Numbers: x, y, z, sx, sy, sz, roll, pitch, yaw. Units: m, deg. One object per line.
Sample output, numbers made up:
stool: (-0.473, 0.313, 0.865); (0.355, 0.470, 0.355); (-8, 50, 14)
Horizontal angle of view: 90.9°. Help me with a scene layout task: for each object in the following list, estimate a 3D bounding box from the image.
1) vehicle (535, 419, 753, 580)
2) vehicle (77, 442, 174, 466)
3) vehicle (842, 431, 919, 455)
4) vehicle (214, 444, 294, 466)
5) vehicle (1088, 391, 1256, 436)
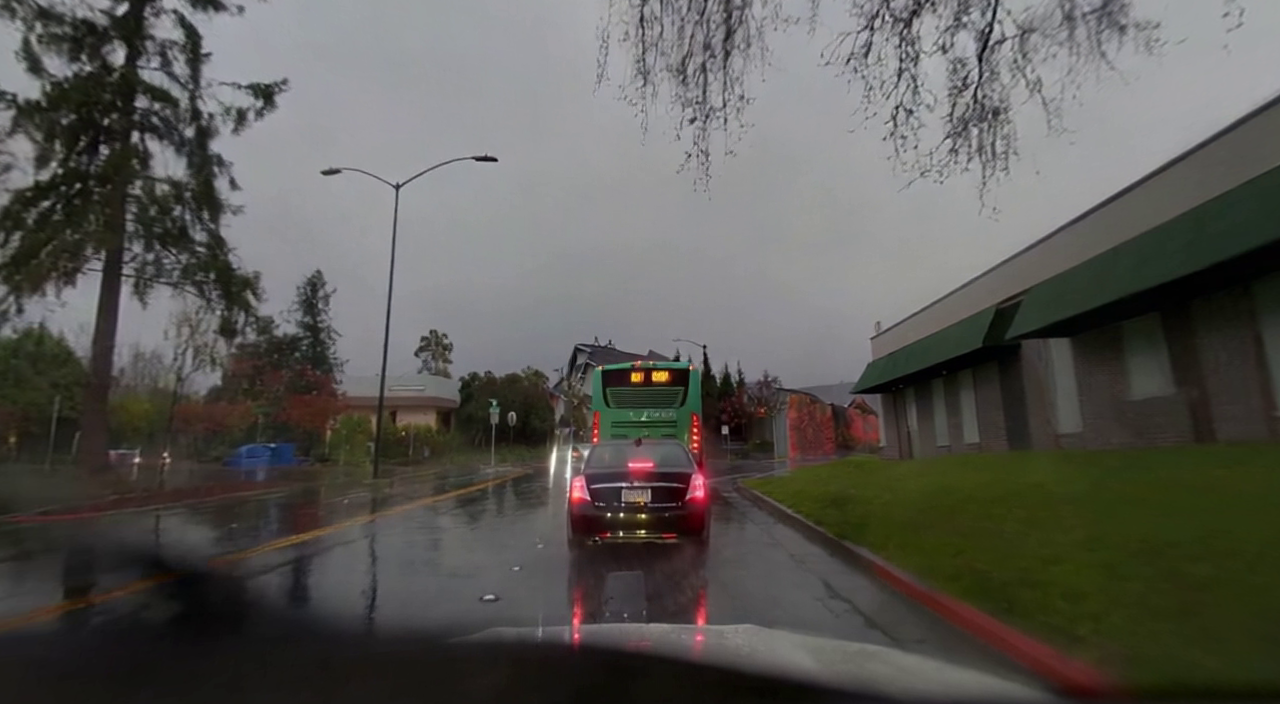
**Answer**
vehicle: (0.061, 1.666, 7.879); (2.020, 1.478, 3.922); (0, -8, 1)
vehicle: (-32.010, 6.336, 39.337); (4.473, 1.442, 1.743); (7, -11, -38)
vehicle: (15.785, 6.001, 41.407); (4.422, 1.457, 1.882); (-5, -10, 29)
vehicle: (-25.905, 6.920, 42.453); (4.403, 1.422, 1.697); (4, -9, -26)
vehicle: (19.664, 2.375, 23.483); (1.781, 1.458, 4.359); (6, -10, -35)
